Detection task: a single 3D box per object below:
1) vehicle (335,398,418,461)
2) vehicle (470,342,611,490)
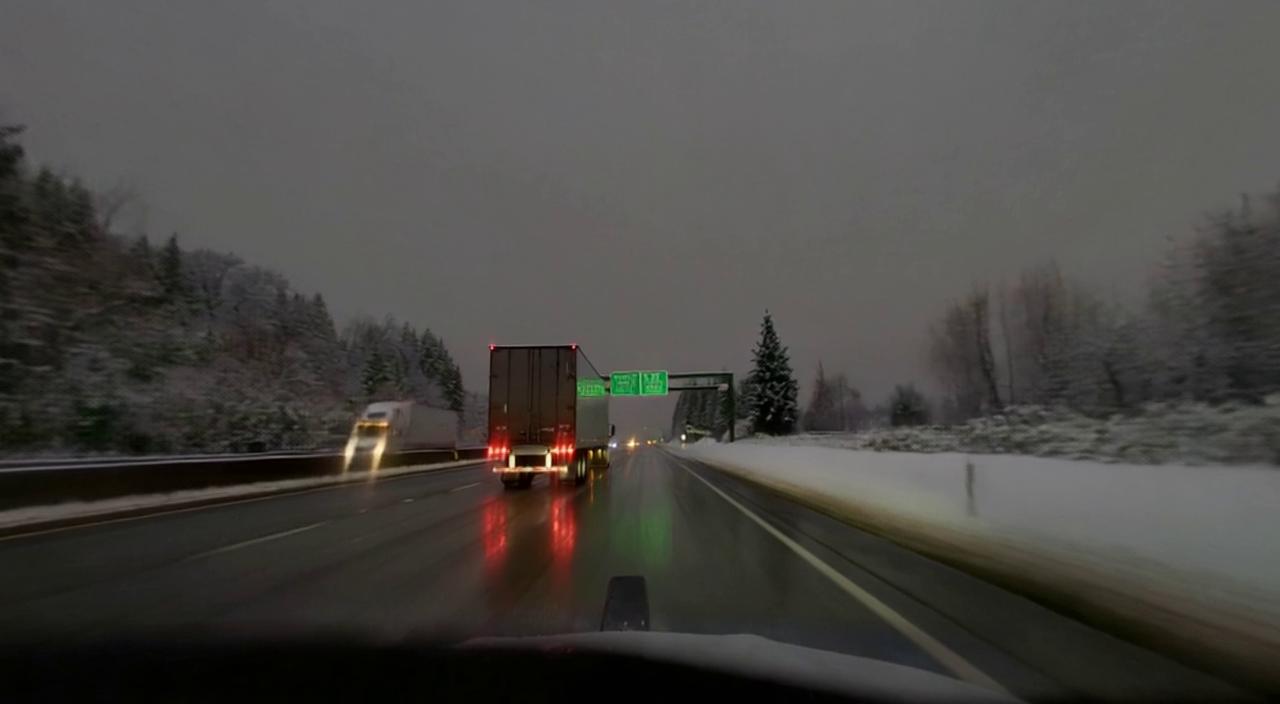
[{"bbox_3d":[-17.802,5.349,42.951,2.973,3.958,5.603,0,-8,1],"label":"vehicle"},{"bbox_3d":[-3.033,2.771,24.386,2.947,4.051,14.256,0,-8,1],"label":"vehicle"}]
